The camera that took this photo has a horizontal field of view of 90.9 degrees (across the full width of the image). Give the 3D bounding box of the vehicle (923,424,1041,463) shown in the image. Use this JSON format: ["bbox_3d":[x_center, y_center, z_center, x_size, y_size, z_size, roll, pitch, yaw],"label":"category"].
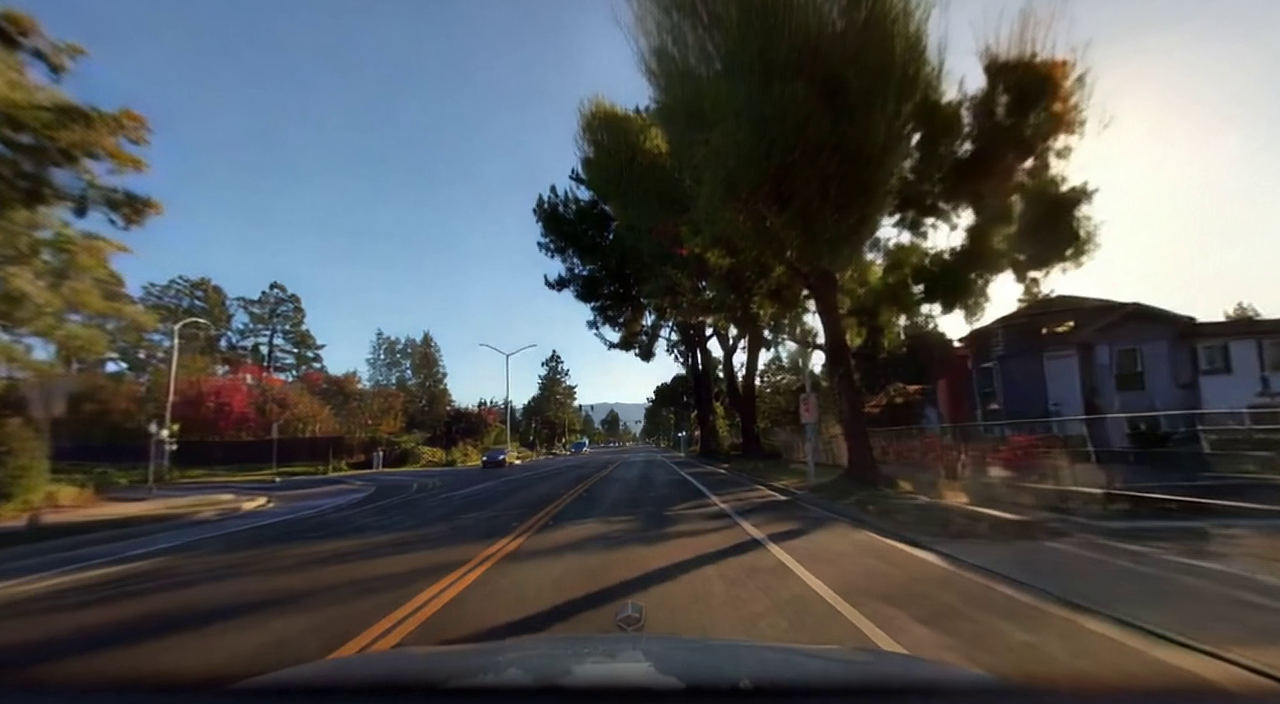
[{"bbox_3d":[18.350,4.938,34.015,4.978,1.991,2.234,-1,-8,3],"label":"vehicle"}]
